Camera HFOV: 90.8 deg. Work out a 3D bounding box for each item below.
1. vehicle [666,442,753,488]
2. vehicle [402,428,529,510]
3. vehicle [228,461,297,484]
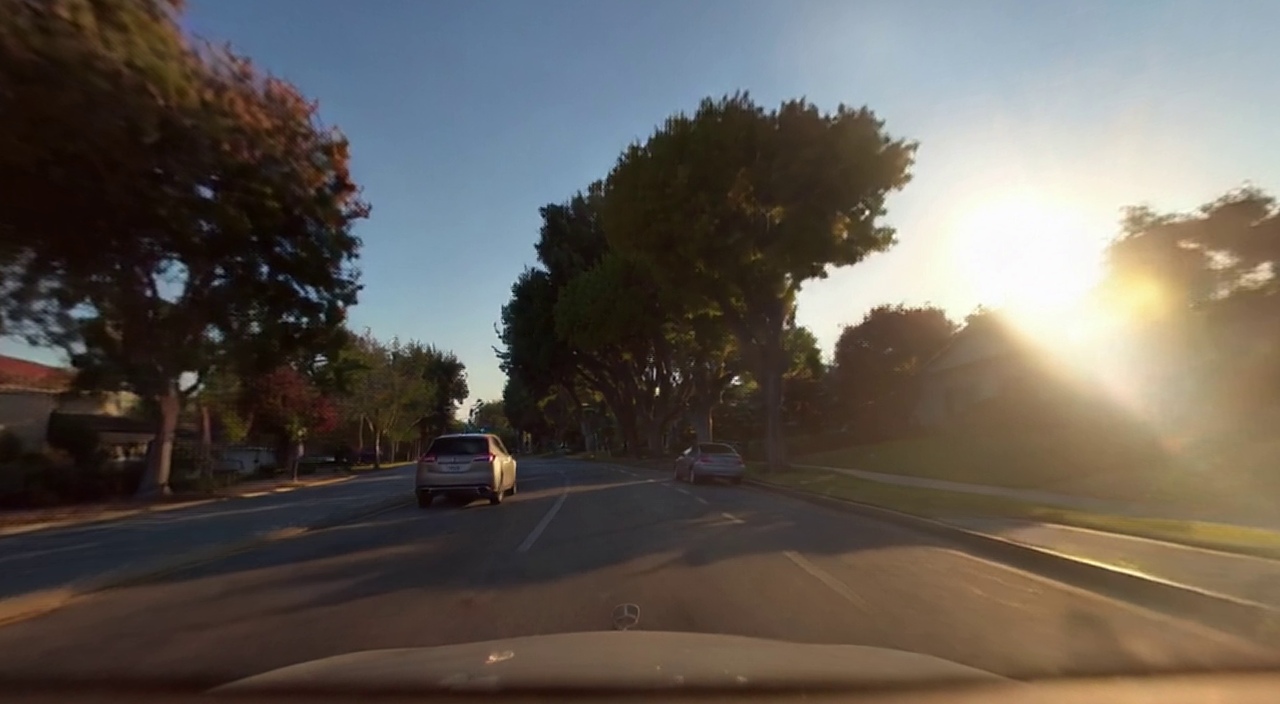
[{"bbox_3d":[2.375,4.014,22.877,1.928,1.447,4.386,1,-9,-10],"label":"vehicle"},{"bbox_3d":[-4.233,2.907,16.188,2.175,1.772,4.442,0,-8,-3],"label":"vehicle"},{"bbox_3d":[-26.955,8.609,45.232,3.892,1.323,1.741,-1,-8,-13],"label":"vehicle"}]
